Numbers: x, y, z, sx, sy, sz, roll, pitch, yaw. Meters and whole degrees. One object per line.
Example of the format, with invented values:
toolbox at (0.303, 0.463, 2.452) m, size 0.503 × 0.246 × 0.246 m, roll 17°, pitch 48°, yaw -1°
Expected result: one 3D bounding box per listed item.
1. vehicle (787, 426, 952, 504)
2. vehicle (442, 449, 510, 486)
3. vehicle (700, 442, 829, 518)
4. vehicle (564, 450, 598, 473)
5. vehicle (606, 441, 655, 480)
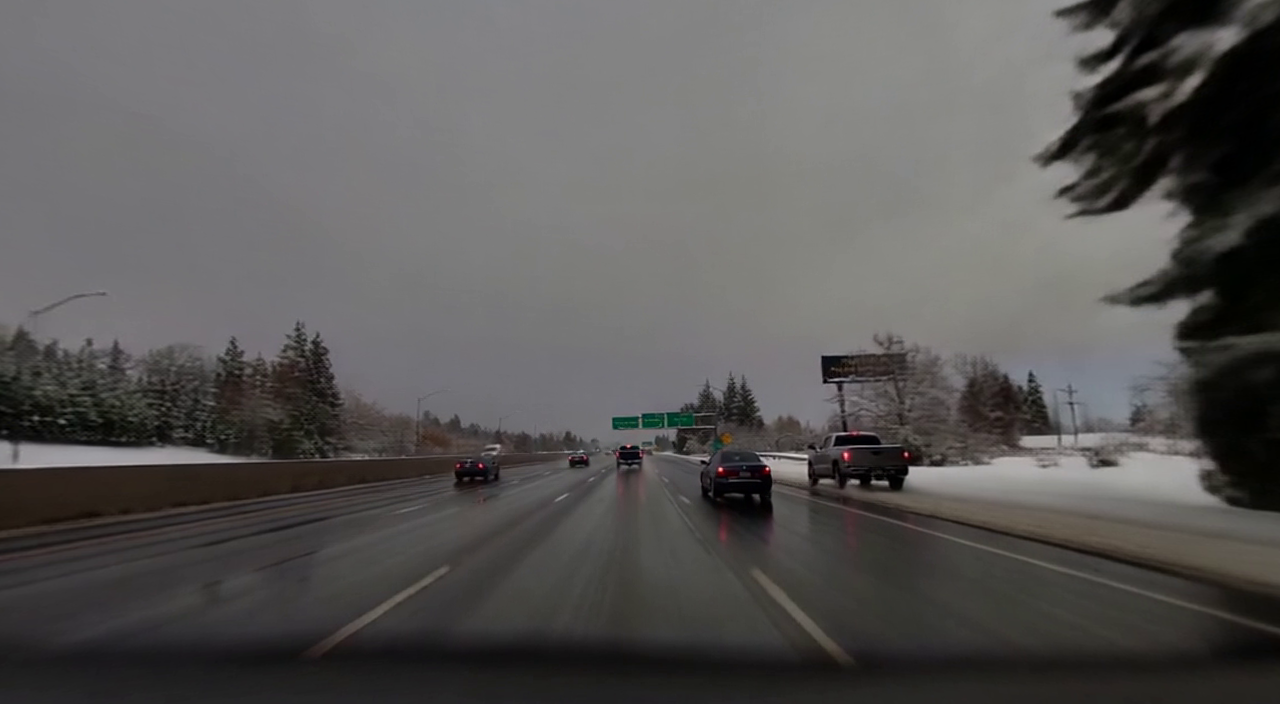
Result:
vehicle at (6.391, 3.261, 18.700) m, size 2.635 × 1.919 × 5.907 m, roll 0°, pitch -9°, yaw 0°
vehicle at (-7.315, 5.169, 28.624) m, size 1.920 × 1.482 × 4.385 m, roll 0°, pitch -9°, yaw 0°
vehicle at (2.632, 2.823, 14.524) m, size 2.011 × 1.462 × 4.286 m, roll 0°, pitch -9°, yaw -1°
vehicle at (-4.039, 7.532, 43.749) m, size 1.935 × 1.487 × 4.076 m, roll 0°, pitch -9°, yaw 0°
vehicle at (-0.465, 5.445, 32.091) m, size 2.323 × 1.805 × 4.729 m, roll 0°, pitch -9°, yaw 0°
